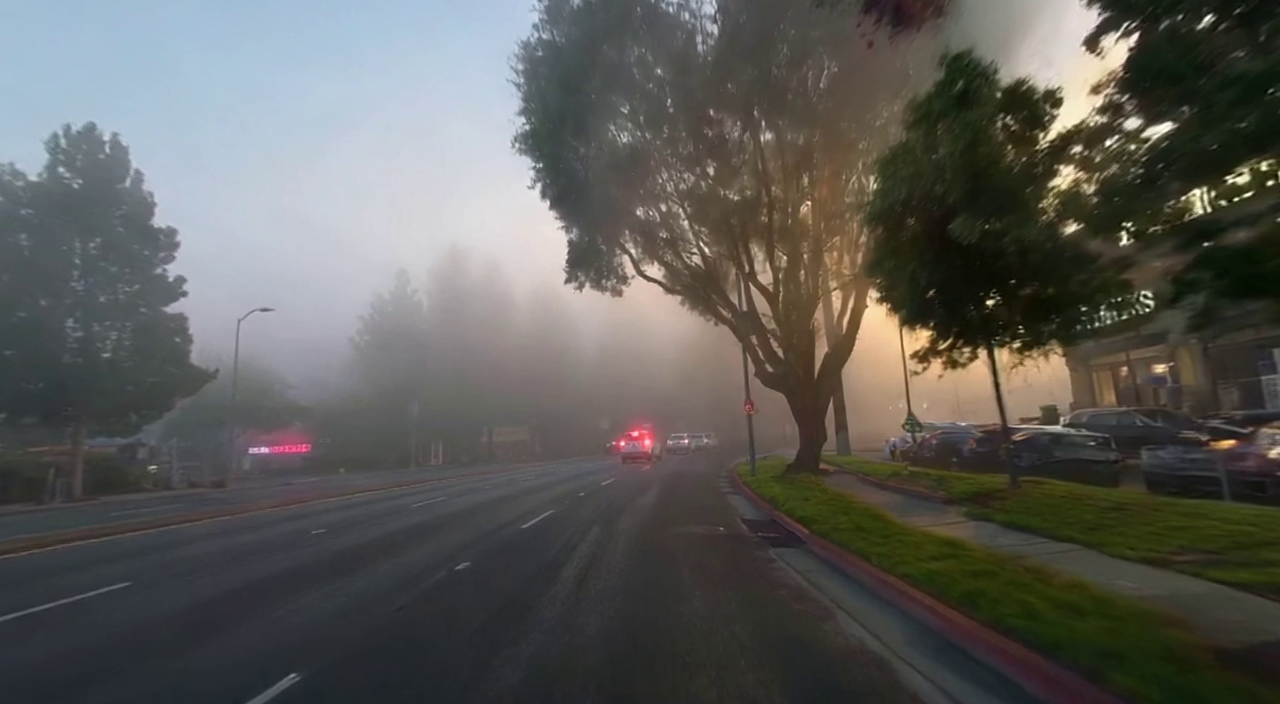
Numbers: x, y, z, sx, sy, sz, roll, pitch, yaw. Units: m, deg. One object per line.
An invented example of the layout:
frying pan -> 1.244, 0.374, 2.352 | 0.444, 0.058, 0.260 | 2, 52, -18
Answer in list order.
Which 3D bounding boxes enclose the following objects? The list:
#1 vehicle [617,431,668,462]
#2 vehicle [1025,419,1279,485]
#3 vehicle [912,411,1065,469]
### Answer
vehicle -> 0.208, 5.824, 39.040 | 2.168, 1.783, 4.695 | -2, -9, 13
vehicle -> 12.176, 2.395, 15.193 | 4.423, 1.455, 2.034 | 0, -8, 2
vehicle -> 12.991, 3.313, 23.790 | 4.408, 1.682, 2.040 | -6, -9, 3
